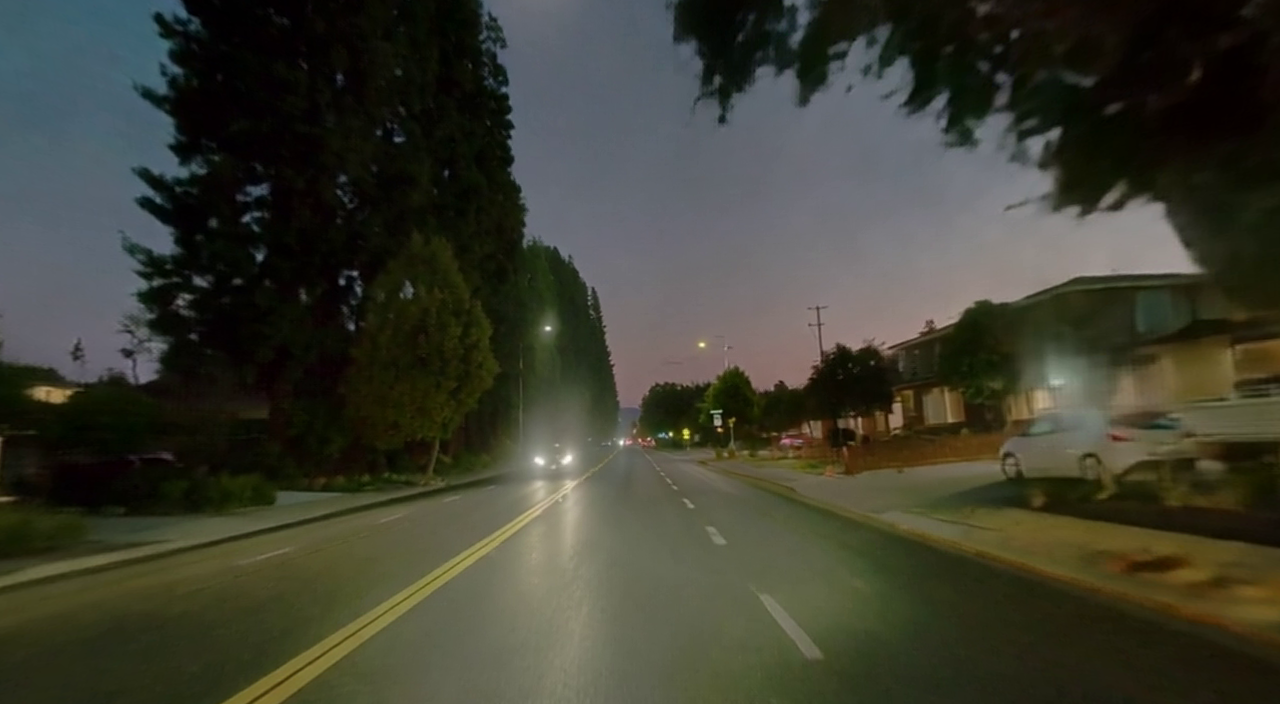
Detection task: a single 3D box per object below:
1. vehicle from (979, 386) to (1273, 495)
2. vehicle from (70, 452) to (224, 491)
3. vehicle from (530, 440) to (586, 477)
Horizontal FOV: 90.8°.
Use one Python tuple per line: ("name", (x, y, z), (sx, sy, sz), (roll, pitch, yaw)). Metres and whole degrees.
("vehicle", (10.714, 2.077, 14.817), (2.305, 2.042, 5.711), (0, -8, 0))
("vehicle", (-19.579, 4.746, 25.251), (4.459, 1.432, 1.979), (0, -8, -1))
("vehicle", (-4.011, 5.293, 31.645), (2.208, 1.663, 4.326), (-1, -8, 0))
